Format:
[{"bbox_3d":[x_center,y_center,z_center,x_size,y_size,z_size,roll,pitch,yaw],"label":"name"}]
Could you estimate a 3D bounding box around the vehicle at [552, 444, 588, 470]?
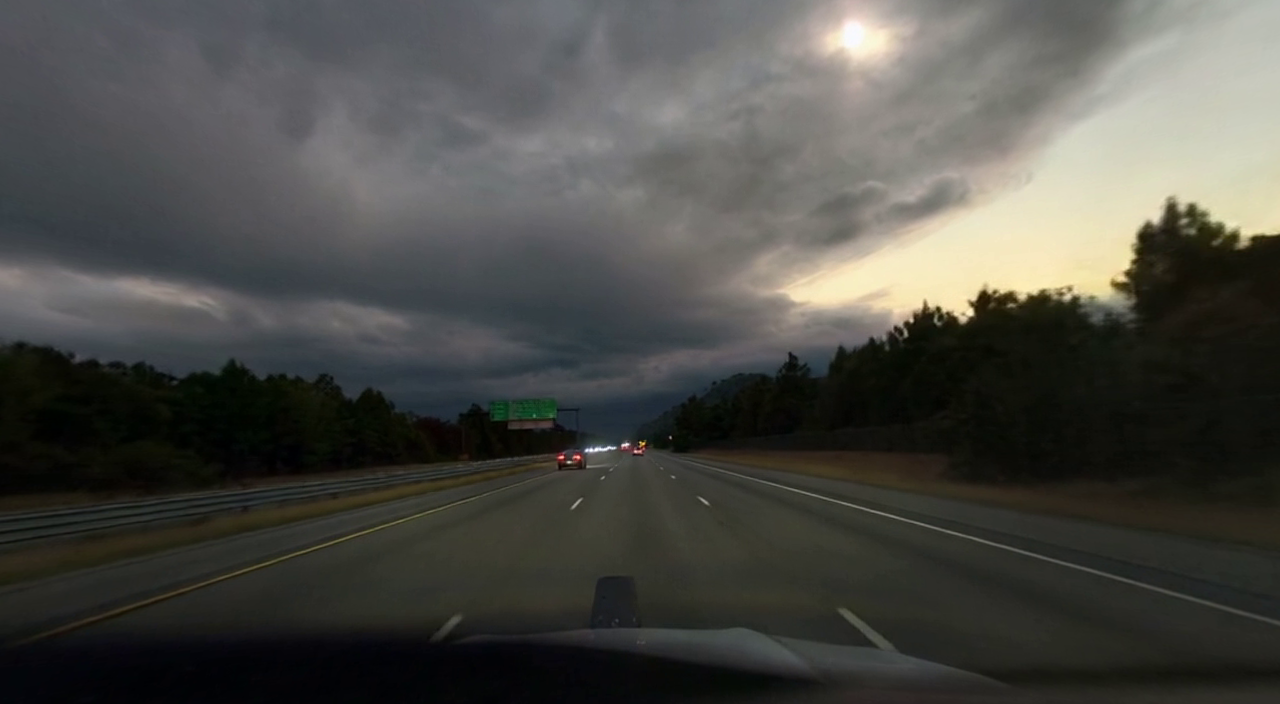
[{"bbox_3d":[-4.556,6.938,41.532,1.958,1.587,4.801,0,-9,-2],"label":"vehicle"}]
